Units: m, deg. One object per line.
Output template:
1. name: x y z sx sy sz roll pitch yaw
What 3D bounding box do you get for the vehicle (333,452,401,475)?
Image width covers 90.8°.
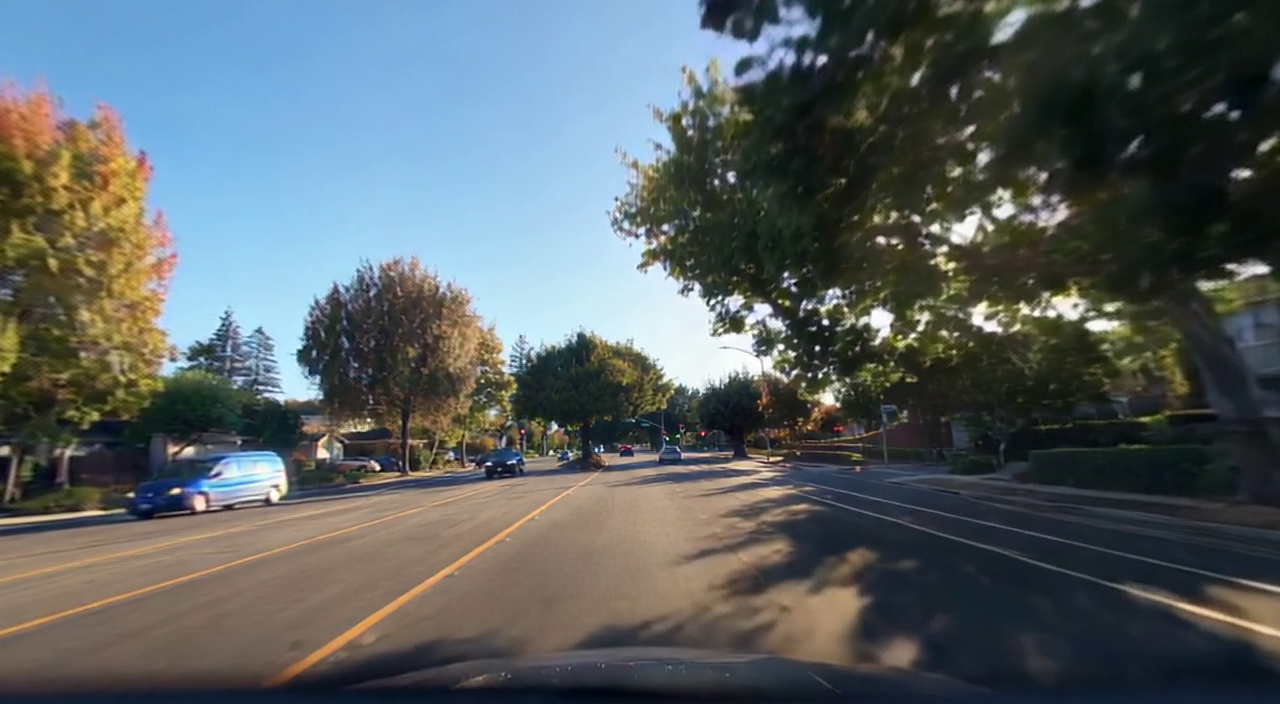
1. vehicle: -21.107 8.612 48.886 4.354 1.676 1.905 0 -9 -2

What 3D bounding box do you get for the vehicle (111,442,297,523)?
1. vehicle: -13.689 4.073 20.445 2.346 2.217 5.290 0 -9 -2

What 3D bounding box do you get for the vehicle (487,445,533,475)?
1. vehicle: -7.846 6.538 38.439 1.958 1.702 4.386 0 -8 -1
